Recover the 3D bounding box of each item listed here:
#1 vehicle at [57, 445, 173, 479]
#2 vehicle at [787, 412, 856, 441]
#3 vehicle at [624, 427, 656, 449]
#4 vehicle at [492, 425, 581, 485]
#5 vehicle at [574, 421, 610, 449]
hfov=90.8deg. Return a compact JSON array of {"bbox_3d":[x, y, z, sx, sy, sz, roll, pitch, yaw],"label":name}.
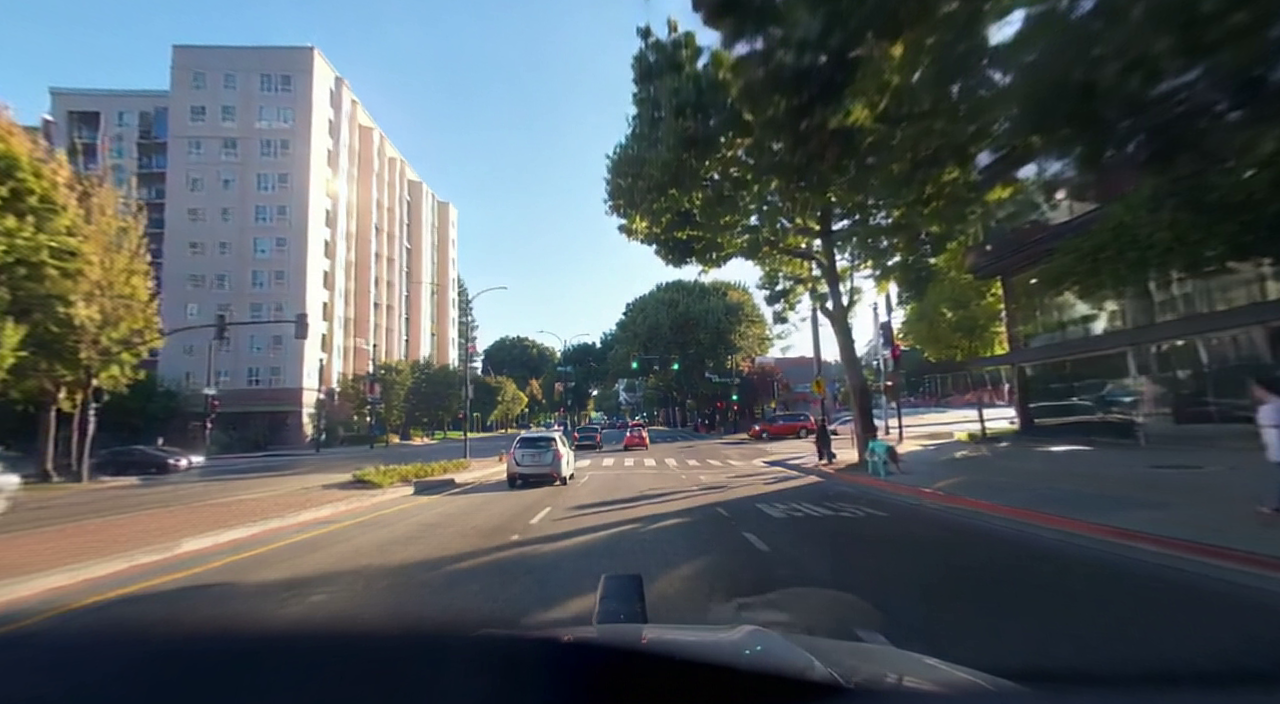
[{"bbox_3d":[-29.740,6.211,35.899,4.684,1.806,2.073,-1,-8,-1],"label":"vehicle"},{"bbox_3d":[13.210,5.426,46.167,4.328,1.742,1.942,-4,-6,-1],"label":"vehicle"},{"bbox_3d":[-0.016,5.948,43.763,2.095,1.438,3.843,-1,-8,-1],"label":"vehicle"},{"bbox_3d":[-3.254,3.342,20.817,2.116,1.725,4.315,-1,-8,1],"label":"vehicle"},{"bbox_3d":[-3.295,5.872,44.436,2.152,1.802,4.628,-1,-8,0],"label":"vehicle"}]
